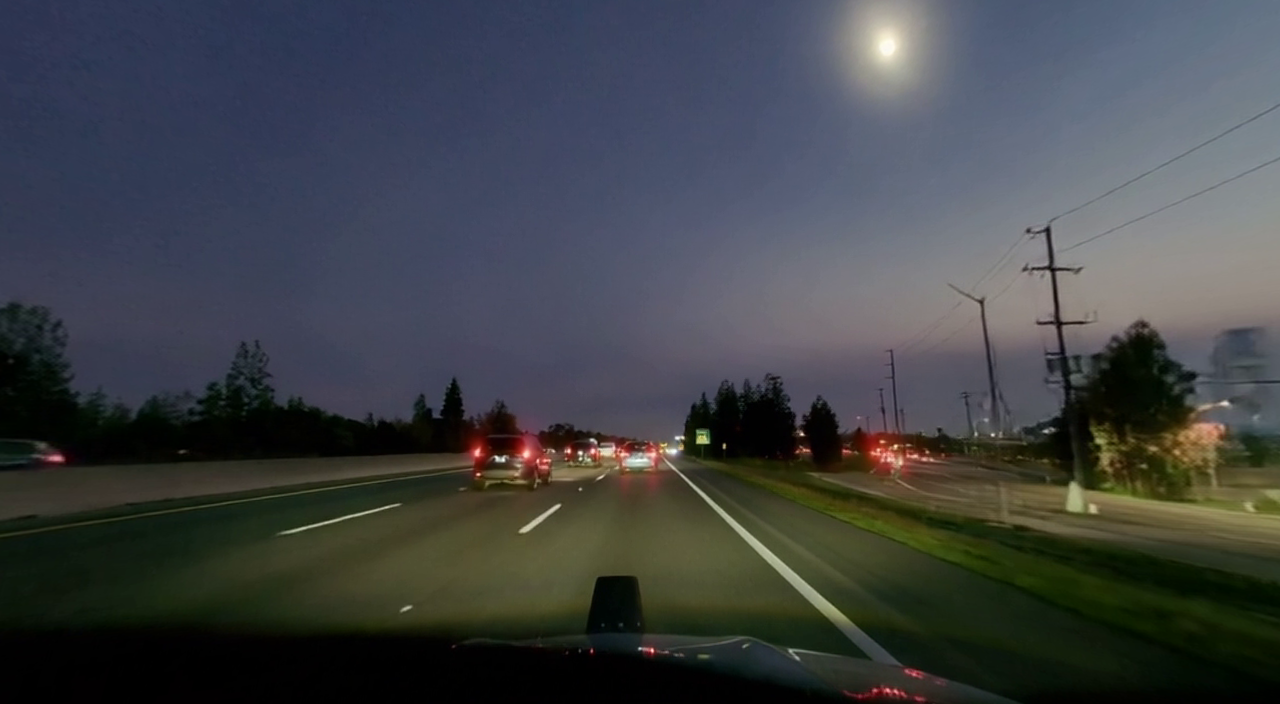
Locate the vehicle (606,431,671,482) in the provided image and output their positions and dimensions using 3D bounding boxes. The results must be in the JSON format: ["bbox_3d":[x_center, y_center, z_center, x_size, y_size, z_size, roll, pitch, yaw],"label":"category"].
[{"bbox_3d":[-0.010,4.090,24.918,2.319,1.813,4.274,0,-8,1],"label":"vehicle"}]

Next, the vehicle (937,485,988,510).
[{"bbox_3d":[24.421,10.997,47.912,1.985,1.513,4.339,-1,-8,6],"label":"vehicle"}]

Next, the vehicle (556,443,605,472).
[{"bbox_3d":[-3.151,5.734,34.469,2.092,1.464,4.466,0,-8,2],"label":"vehicle"}]

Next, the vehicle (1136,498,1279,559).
[{"bbox_3d":[21.654,6.661,24.162,1.820,1.768,4.621,-2,-10,6],"label":"vehicle"}]

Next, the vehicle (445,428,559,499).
[{"bbox_3d":[-3.737,3.123,18.044,2.104,1.754,4.515,0,-8,2],"label":"vehicle"}]

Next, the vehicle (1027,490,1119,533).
[{"bbox_3d":[22.092,8.118,32.448,1.826,1.625,4.758,-1,-8,7],"label":"vehicle"}]
